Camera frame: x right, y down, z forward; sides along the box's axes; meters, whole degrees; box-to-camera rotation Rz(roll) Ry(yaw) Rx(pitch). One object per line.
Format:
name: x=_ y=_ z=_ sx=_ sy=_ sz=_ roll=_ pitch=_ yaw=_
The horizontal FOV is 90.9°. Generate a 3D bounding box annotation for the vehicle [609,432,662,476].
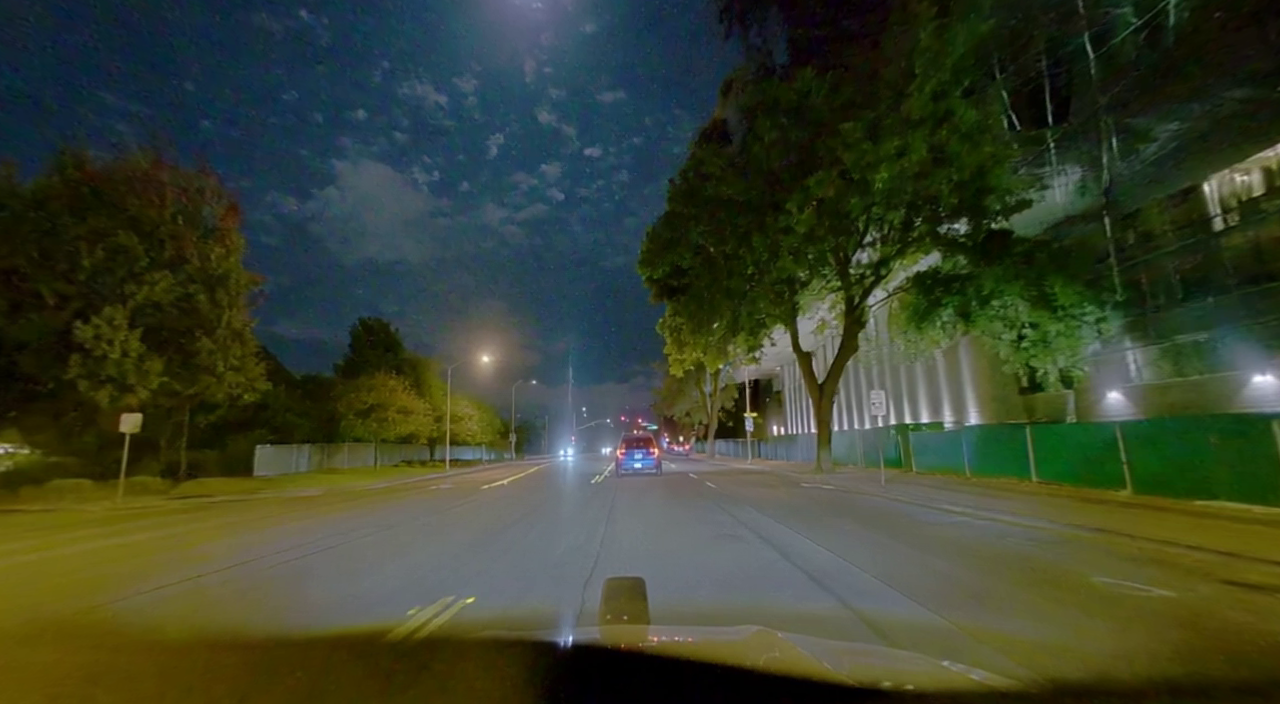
vehicle: x=-0.215 y=4.942 z=30.679 sx=2.386 sy=1.947 sz=4.168 roll=0 pitch=-9 yaw=-1
